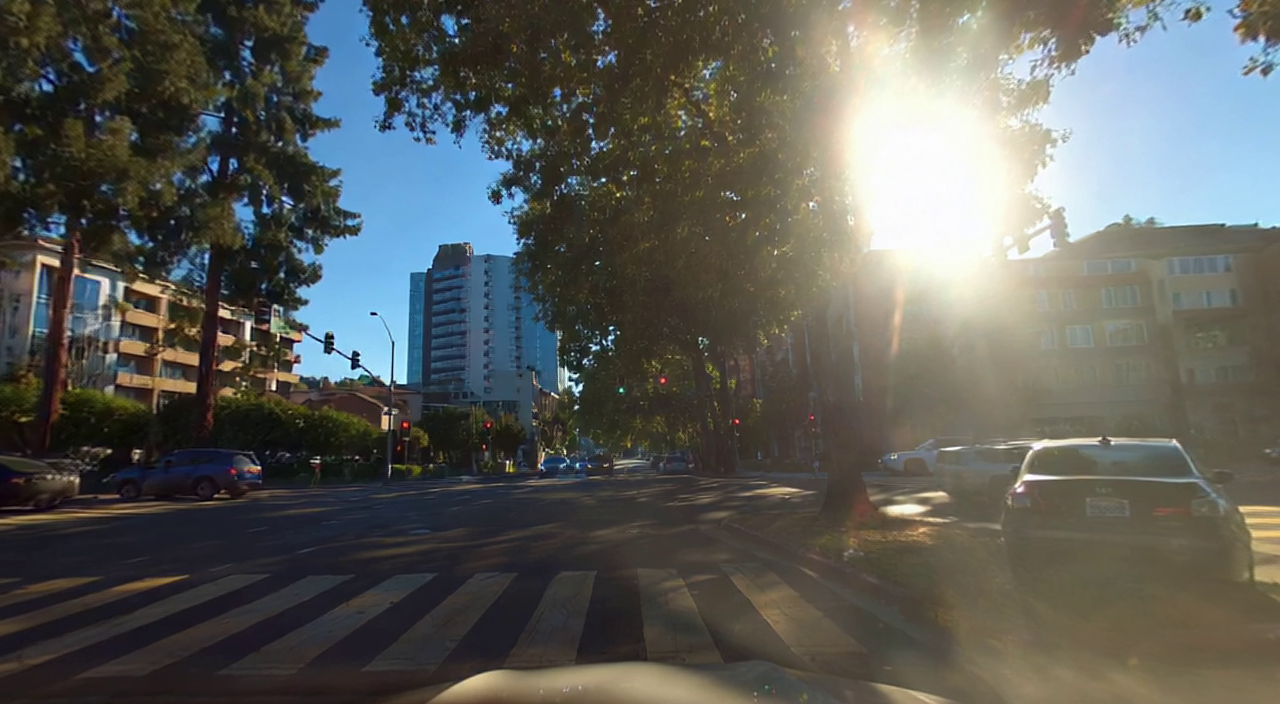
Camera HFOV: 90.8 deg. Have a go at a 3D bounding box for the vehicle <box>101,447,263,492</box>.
[{"bbox_3d":[-19.161,4.949,26.648,4.798,1.763,2.536,0,-10,0],"label":"vehicle"}]

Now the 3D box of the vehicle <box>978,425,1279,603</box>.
[{"bbox_3d":[5.680,1.780,8.033,2.189,1.536,4.492,-4,-9,26],"label":"vehicle"}]

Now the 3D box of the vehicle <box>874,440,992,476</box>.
[{"bbox_3d":[16.183,5.873,35.148,5.220,1.897,2.596,0,-8,0],"label":"vehicle"}]
